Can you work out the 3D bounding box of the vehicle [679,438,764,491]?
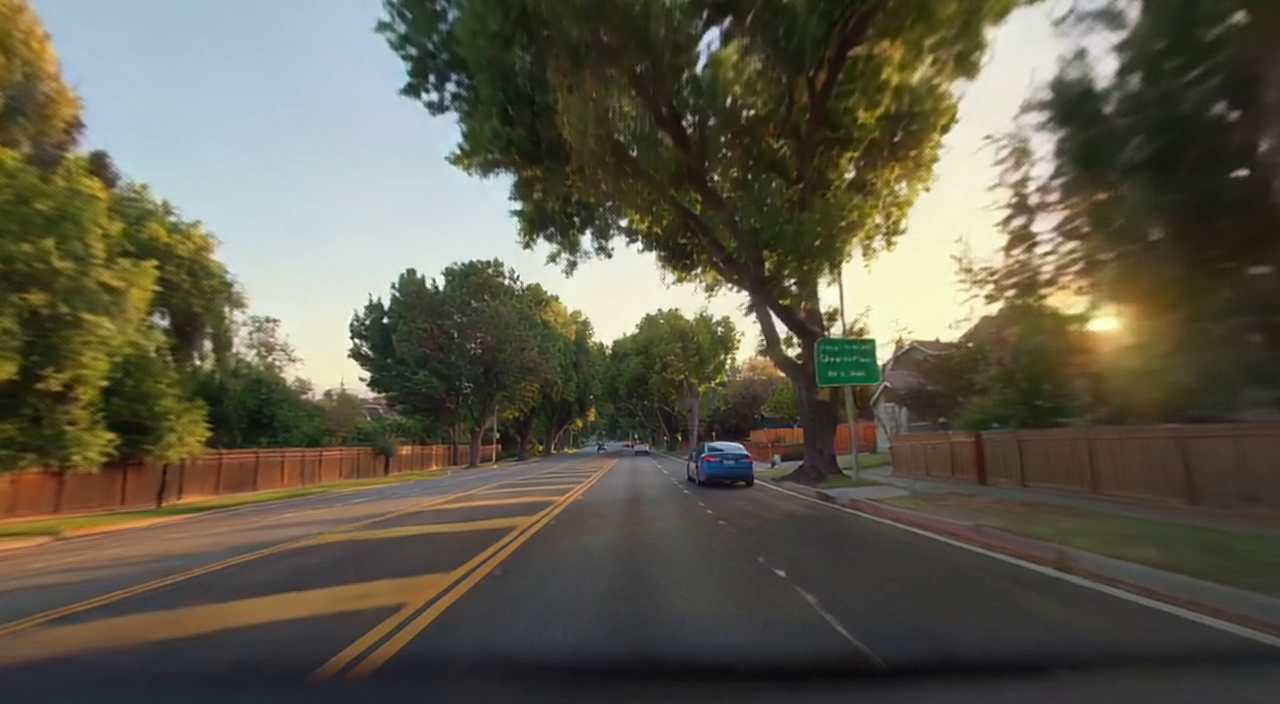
[{"bbox_3d":[2.412,3.479,19.896,1.991,1.476,4.153,0,-8,-2],"label":"vehicle"}]
